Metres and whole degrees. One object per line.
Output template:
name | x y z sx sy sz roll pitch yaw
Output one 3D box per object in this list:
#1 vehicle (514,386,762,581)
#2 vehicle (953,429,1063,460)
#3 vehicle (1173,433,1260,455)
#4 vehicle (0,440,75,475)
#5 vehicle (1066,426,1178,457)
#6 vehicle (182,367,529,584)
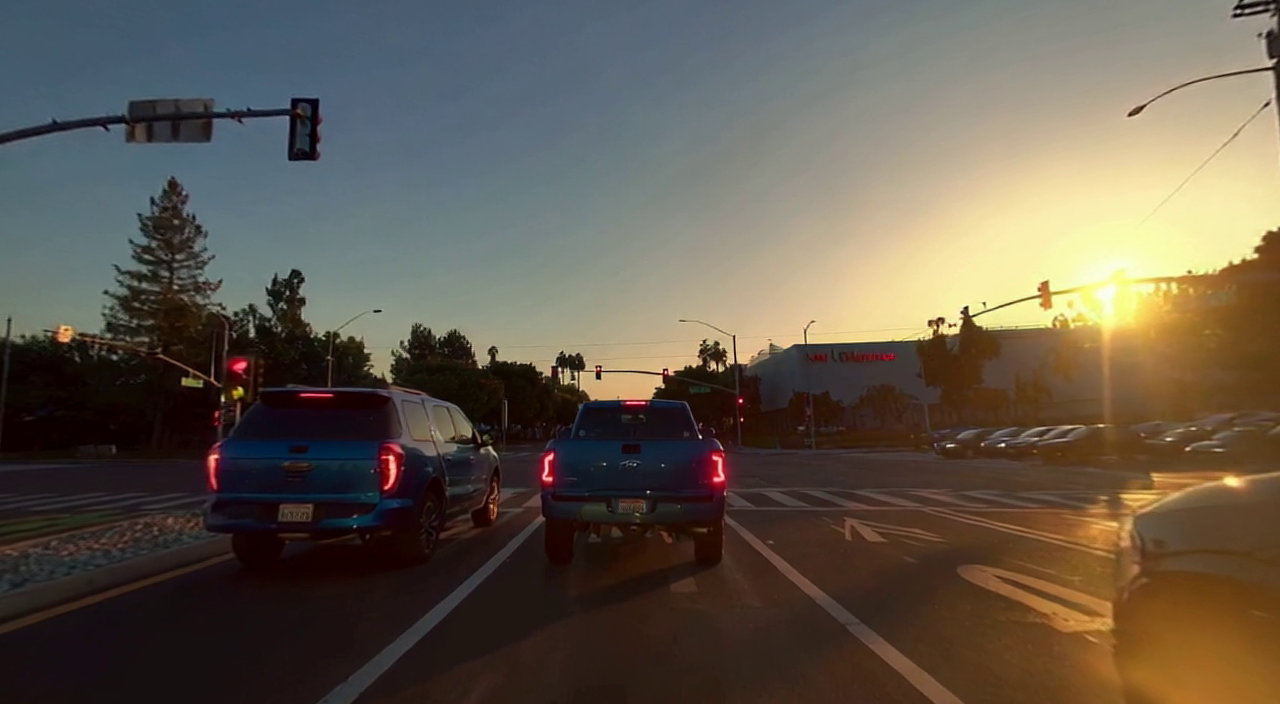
vehicle | -0.062 1.520 8.041 2.204 1.738 4.690 0 -8 -1
vehicle | 19.315 4.872 33.048 4.624 1.601 1.871 0 -8 -3
vehicle | 40.210 6.423 43.818 4.396 1.479 1.778 0 -8 -3
vehicle | -32.177 5.370 32.135 4.406 1.682 2.040 0 -8 -1
vehicle | 27.938 5.202 36.504 4.849 1.759 2.041 0 -8 -3
vehicle | -2.952 1.444 8.082 2.220 1.926 4.870 0 -8 -1
